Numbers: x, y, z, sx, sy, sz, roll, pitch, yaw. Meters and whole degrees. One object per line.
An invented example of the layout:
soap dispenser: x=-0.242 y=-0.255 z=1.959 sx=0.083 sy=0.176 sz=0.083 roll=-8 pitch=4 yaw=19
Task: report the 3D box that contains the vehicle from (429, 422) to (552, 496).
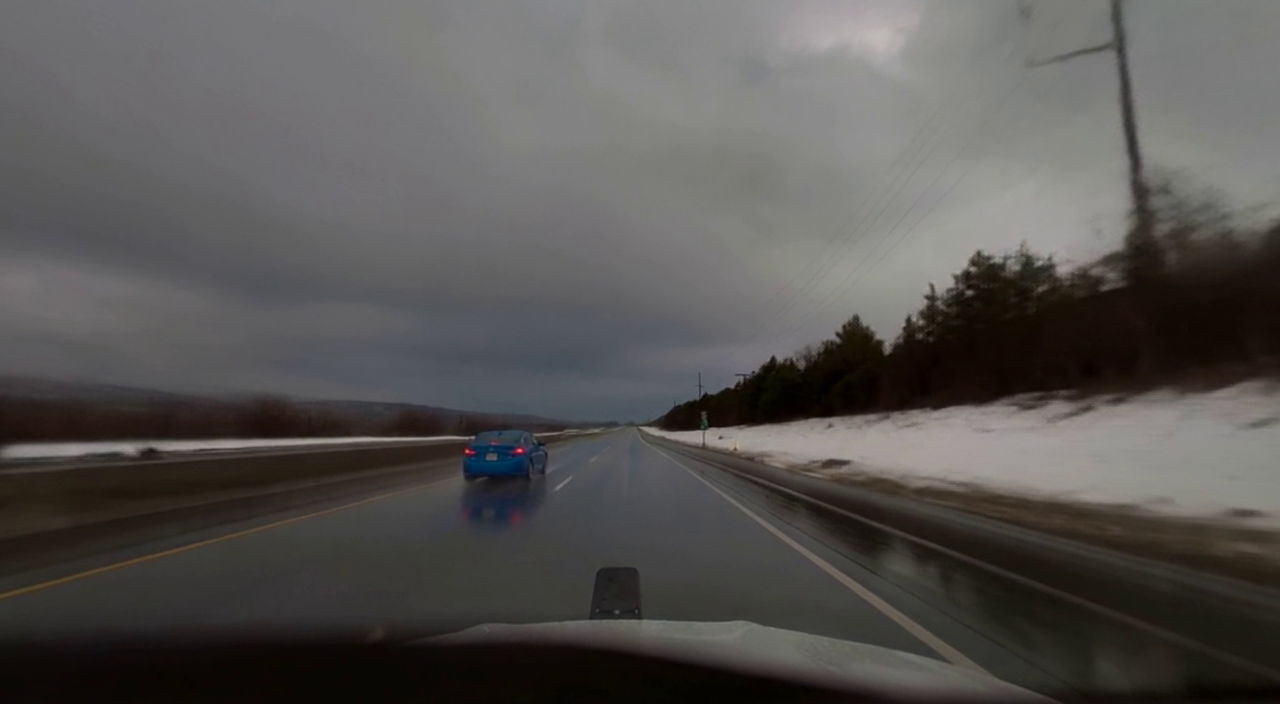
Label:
vehicle: x=-3.423 y=2.513 z=15.216 sx=1.999 sy=1.536 sz=3.969 roll=0 pitch=-8 yaw=0
